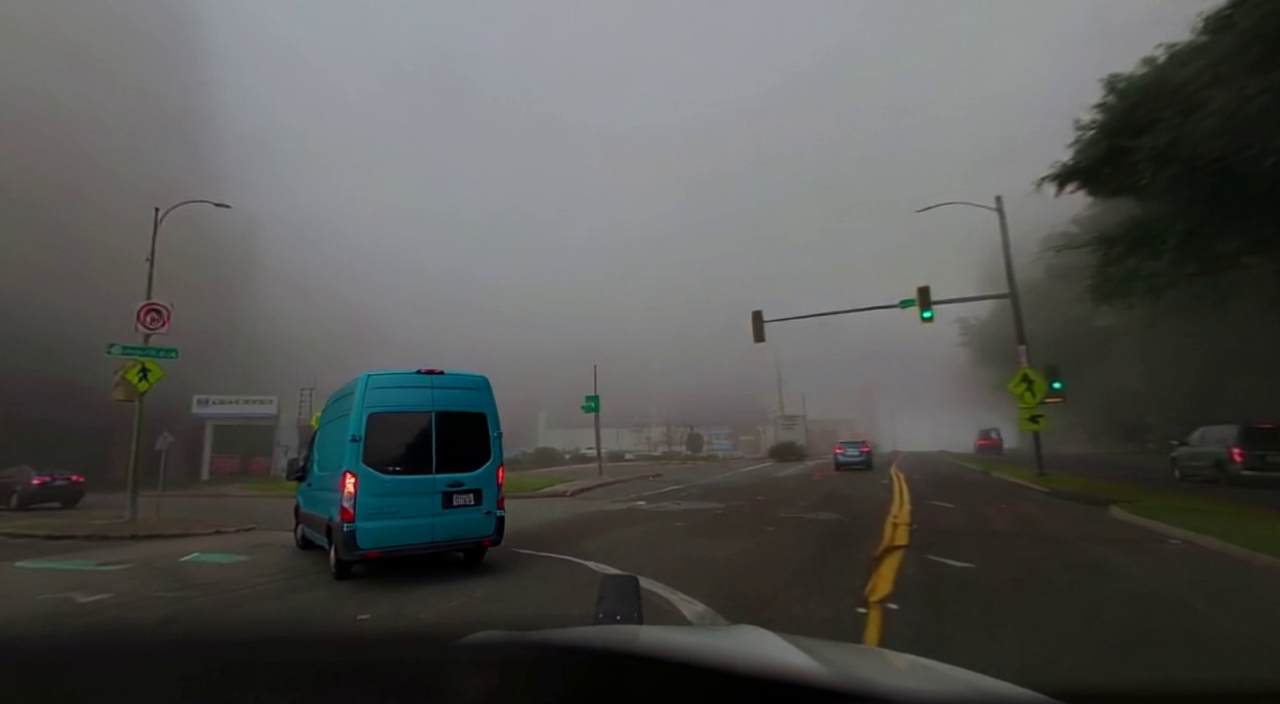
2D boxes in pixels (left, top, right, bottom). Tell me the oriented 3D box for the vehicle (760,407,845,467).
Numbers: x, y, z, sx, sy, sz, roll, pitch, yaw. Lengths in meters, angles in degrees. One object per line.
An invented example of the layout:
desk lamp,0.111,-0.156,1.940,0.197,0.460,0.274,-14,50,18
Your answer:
vehicle,11.184,5.818,41.722,3.158,3.294,13.584,-5,-10,23

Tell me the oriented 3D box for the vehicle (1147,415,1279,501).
vehicle,13.957,2.401,14.445,2.158,1.696,4.417,-4,-10,21

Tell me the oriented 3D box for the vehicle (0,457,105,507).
vehicle,-21.198,4.464,21.812,4.457,1.533,1.933,-4,-10,22

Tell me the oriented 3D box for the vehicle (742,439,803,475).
vehicle,6.527,5.089,30.585,2.017,1.599,4.436,-5,-10,22

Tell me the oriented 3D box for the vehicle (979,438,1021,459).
vehicle,27.940,7.494,48.752,2.144,1.473,4.250,-4,-9,21

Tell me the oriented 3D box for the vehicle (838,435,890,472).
vehicle,10.661,4.801,29.663,1.948,1.613,3.879,-5,-10,23

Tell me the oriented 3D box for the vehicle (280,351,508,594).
vehicle,-4.130,1.769,9.919,2.432,2.624,5.670,4,-10,-28
